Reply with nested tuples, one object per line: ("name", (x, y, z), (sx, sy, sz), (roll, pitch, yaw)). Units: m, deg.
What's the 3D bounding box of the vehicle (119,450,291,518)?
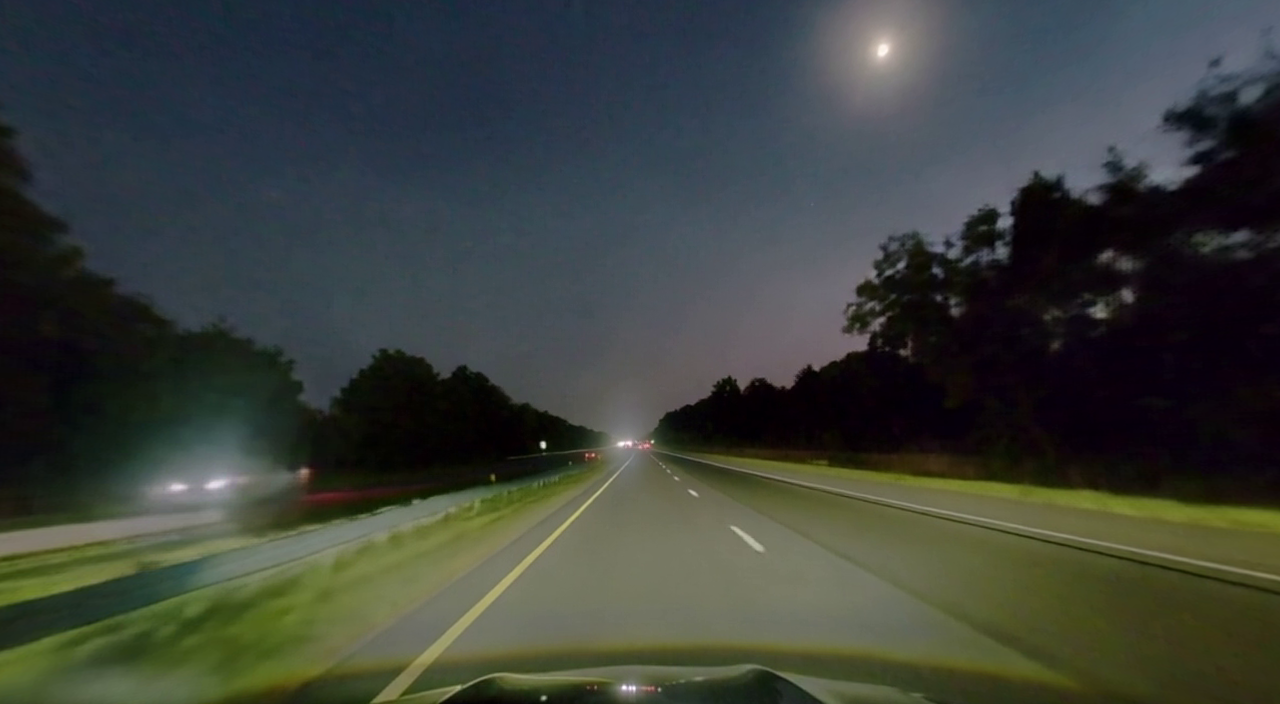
("vehicle", (-14.005, 4.222, 20.810), (2.127, 1.936, 4.888), (0, -9, 0))
